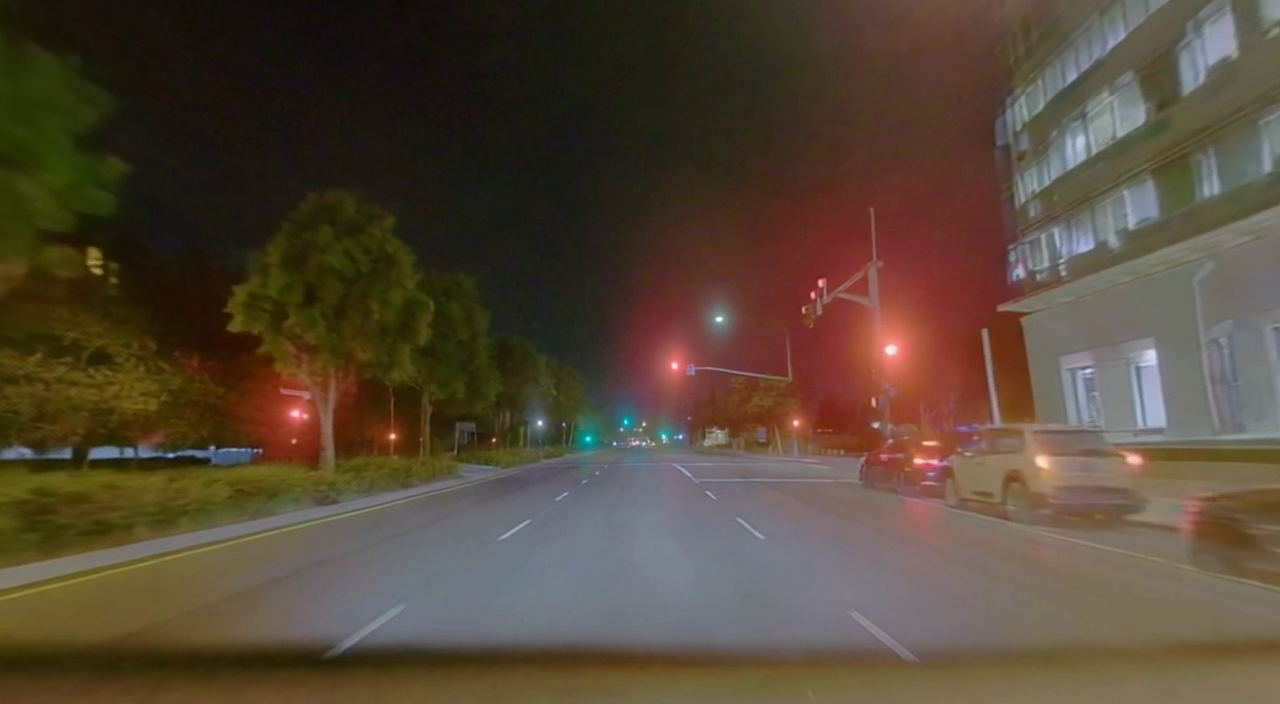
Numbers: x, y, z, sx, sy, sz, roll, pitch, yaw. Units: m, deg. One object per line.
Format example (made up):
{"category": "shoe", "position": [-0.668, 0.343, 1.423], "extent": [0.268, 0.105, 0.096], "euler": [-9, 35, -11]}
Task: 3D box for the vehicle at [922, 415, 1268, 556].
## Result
{"category": "vehicle", "position": [6.587, 1.969, 10.086], "extent": [1.980, 1.675, 4.854], "euler": [-1, -8, 2]}
